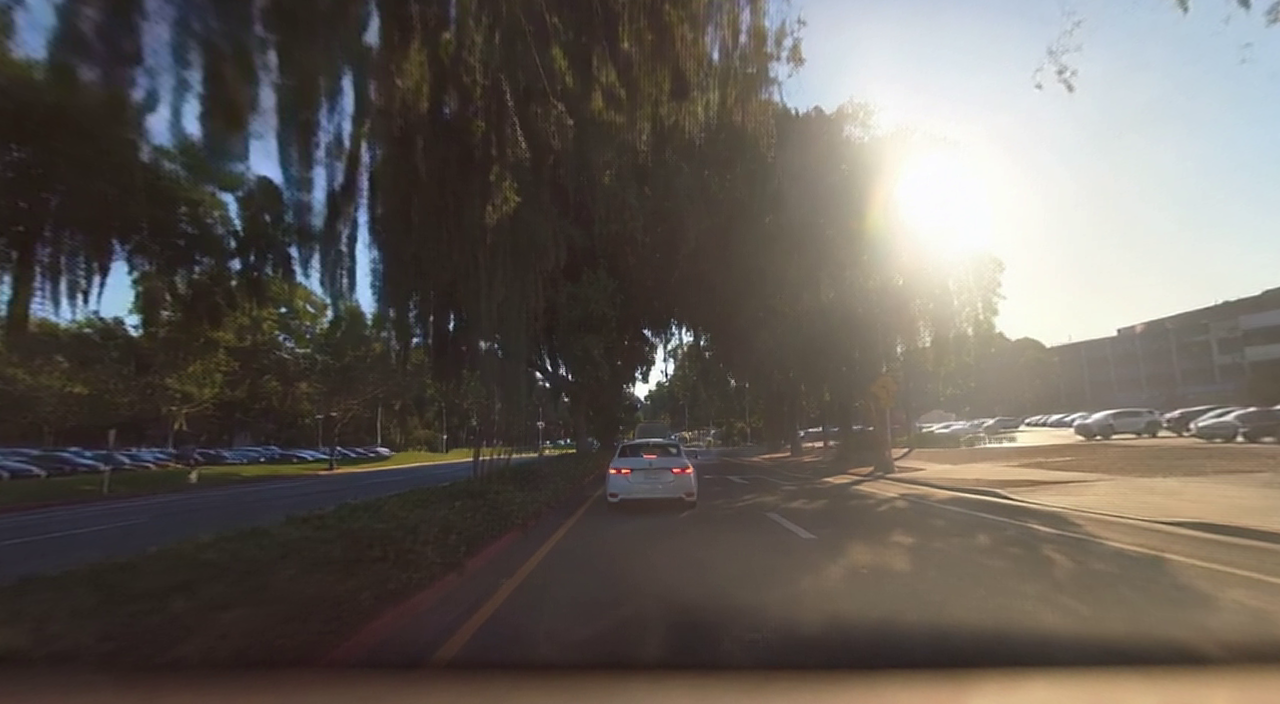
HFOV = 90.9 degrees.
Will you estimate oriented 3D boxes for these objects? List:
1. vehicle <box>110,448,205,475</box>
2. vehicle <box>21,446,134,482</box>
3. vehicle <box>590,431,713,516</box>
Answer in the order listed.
[{"bbox_3d":[-30.004,6.802,39.274,4.342,1.621,1.967,-1,-8,5],"label":"vehicle"},{"bbox_3d":[-30.247,6.021,34.014,4.266,1.600,1.877,-3,-8,-2],"label":"vehicle"},{"bbox_3d":[0.160,2.381,12.857,2.093,1.442,3.977,0,-8,-1],"label":"vehicle"}]
